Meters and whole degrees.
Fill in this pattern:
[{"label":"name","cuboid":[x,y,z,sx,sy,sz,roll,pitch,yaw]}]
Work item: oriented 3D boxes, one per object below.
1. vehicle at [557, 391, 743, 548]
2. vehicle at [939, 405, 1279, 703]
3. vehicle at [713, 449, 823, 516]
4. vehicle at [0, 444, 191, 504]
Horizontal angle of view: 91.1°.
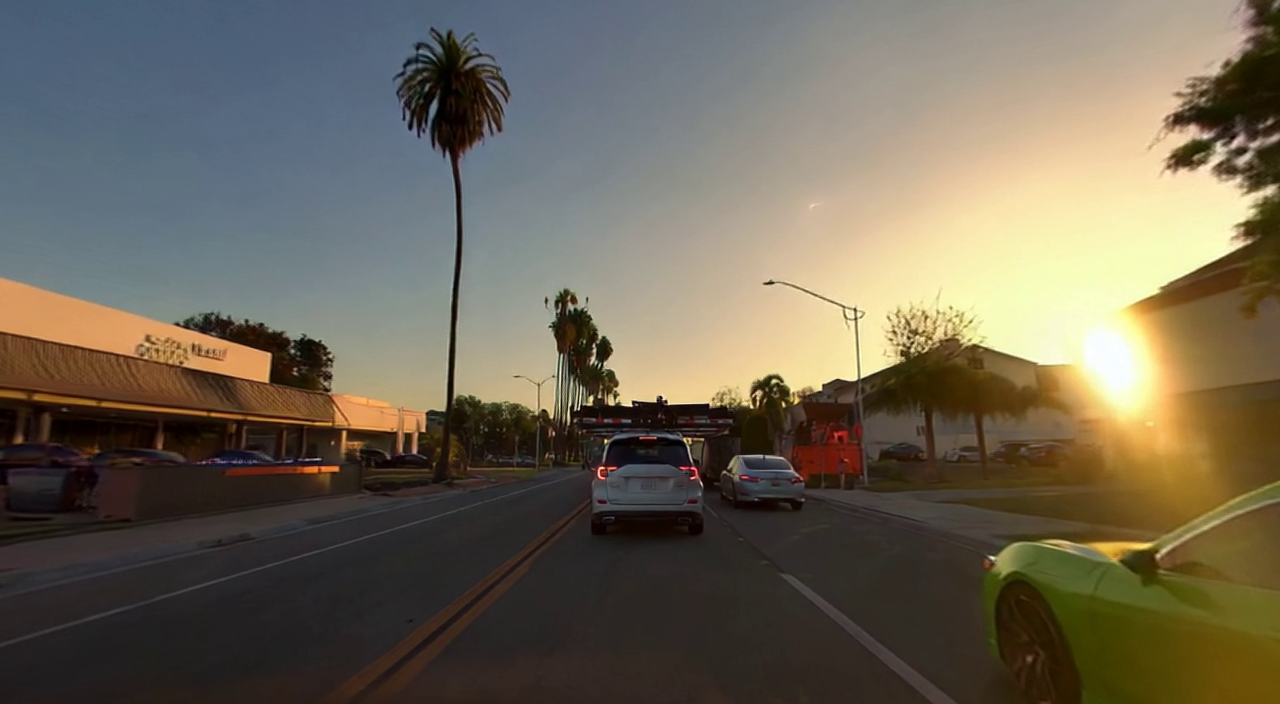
[{"label":"vehicle","cuboid":[0.180,2.229,12.595,2.728,2.305,6.506,0,-9,1]},{"label":"vehicle","cuboid":[3.020,0.867,1.485,2.171,1.520,4.853,0,-9,-1]},{"label":"vehicle","cuboid":[3.213,3.357,16.683,2.010,1.499,4.107,0,-9,0]},{"label":"vehicle","cuboid":[-15.115,3.249,16.918,4.490,1.500,1.875,0,-9,-2]}]
